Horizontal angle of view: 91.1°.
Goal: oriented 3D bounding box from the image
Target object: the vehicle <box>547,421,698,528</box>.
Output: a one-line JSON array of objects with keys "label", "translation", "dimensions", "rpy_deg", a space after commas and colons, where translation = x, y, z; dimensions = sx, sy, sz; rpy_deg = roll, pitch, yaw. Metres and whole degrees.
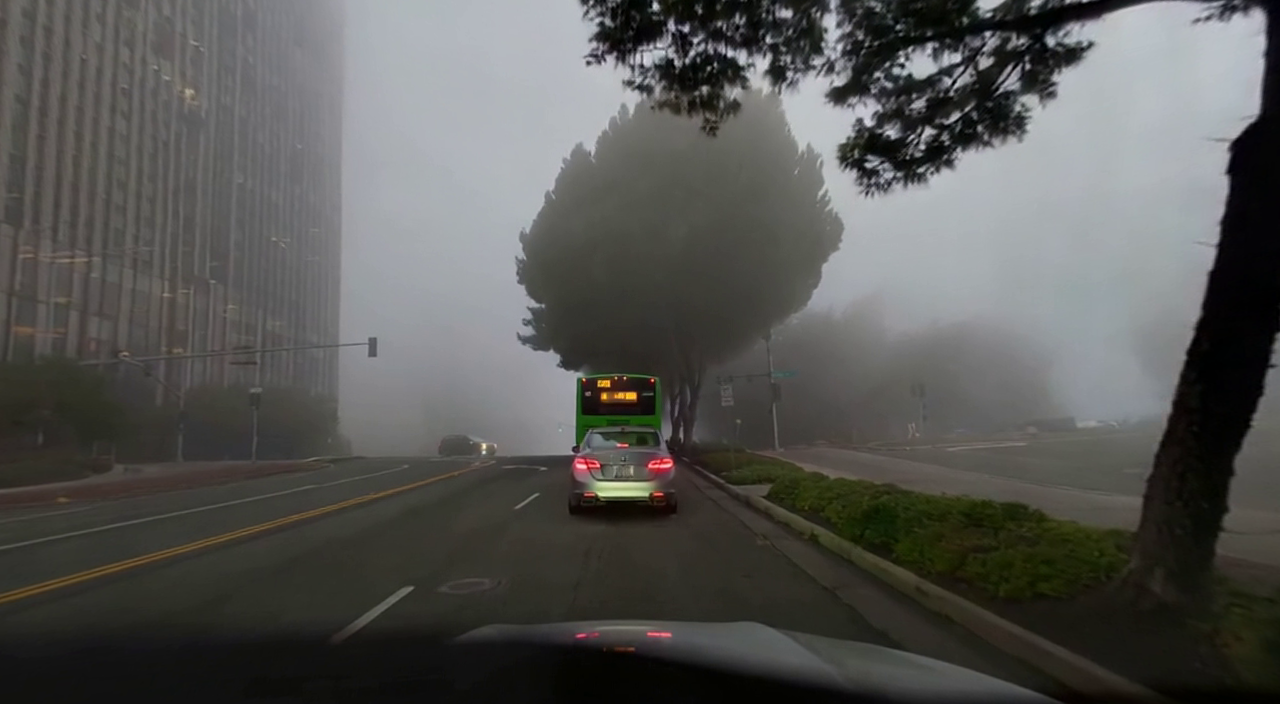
[{"label": "vehicle", "translation": [-0.280, 1.947, 10.669], "dimensions": [2.064, 1.452, 3.942], "rpy_deg": [0, -8, -1]}]
